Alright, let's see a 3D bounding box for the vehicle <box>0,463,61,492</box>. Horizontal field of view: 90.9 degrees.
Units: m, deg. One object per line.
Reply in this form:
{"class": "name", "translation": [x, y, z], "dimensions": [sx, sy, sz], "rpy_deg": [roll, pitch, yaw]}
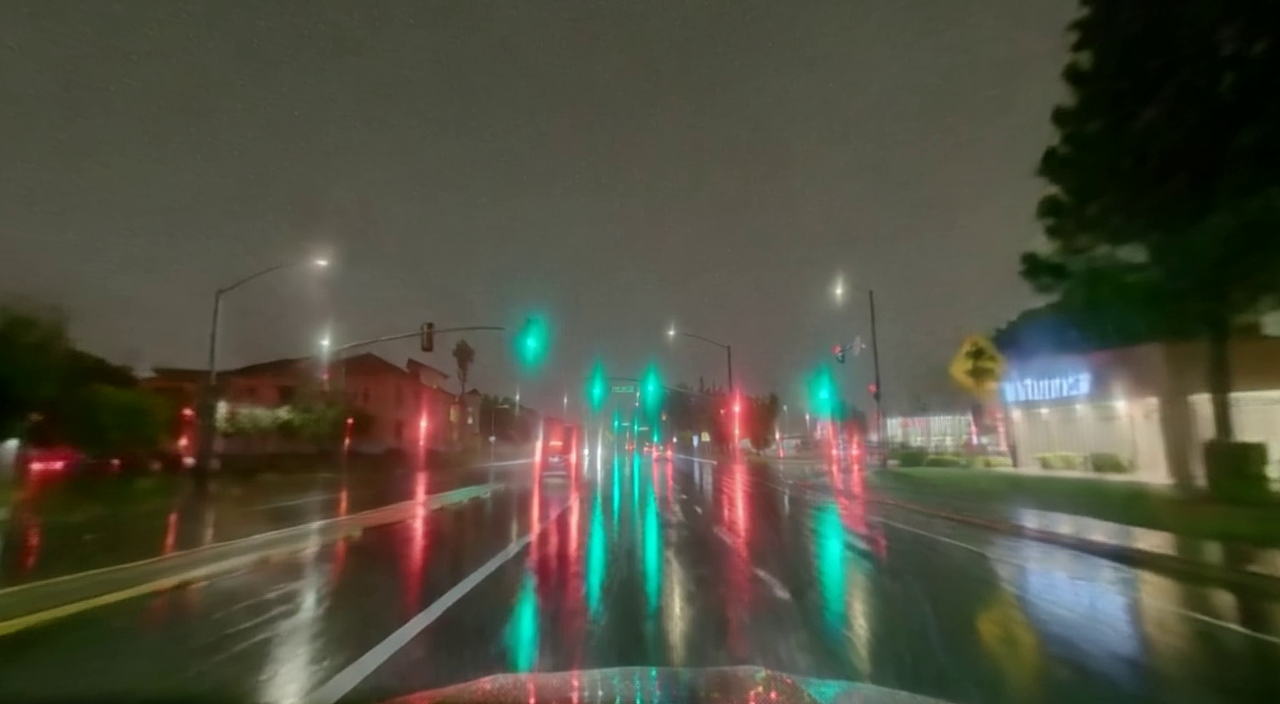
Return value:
{"class": "vehicle", "translation": [-35.926, 7.032, 35.553], "dimensions": [4.657, 1.455, 1.994], "rpy_deg": [0, -8, 4]}

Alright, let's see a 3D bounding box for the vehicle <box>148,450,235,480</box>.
{"class": "vehicle", "translation": [-31.709, 7.985, 44.660], "dimensions": [4.582, 1.785, 2.262], "rpy_deg": [-3, -7, 3]}

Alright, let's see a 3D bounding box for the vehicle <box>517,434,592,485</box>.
{"class": "vehicle", "translation": [-3.204, 4.128, 24.524], "dimensions": [2.250, 1.791, 4.300], "rpy_deg": [0, -8, 1]}

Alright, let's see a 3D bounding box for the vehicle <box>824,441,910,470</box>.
{"class": "vehicle", "translation": [14.328, 6.523, 39.903], "dimensions": [4.634, 1.449, 1.936], "rpy_deg": [-3, -7, -1]}

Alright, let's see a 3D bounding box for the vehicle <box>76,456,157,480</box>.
{"class": "vehicle", "translation": [-37.096, 8.218, 44.710], "dimensions": [4.069, 1.516, 1.850], "rpy_deg": [0, -8, 2]}
